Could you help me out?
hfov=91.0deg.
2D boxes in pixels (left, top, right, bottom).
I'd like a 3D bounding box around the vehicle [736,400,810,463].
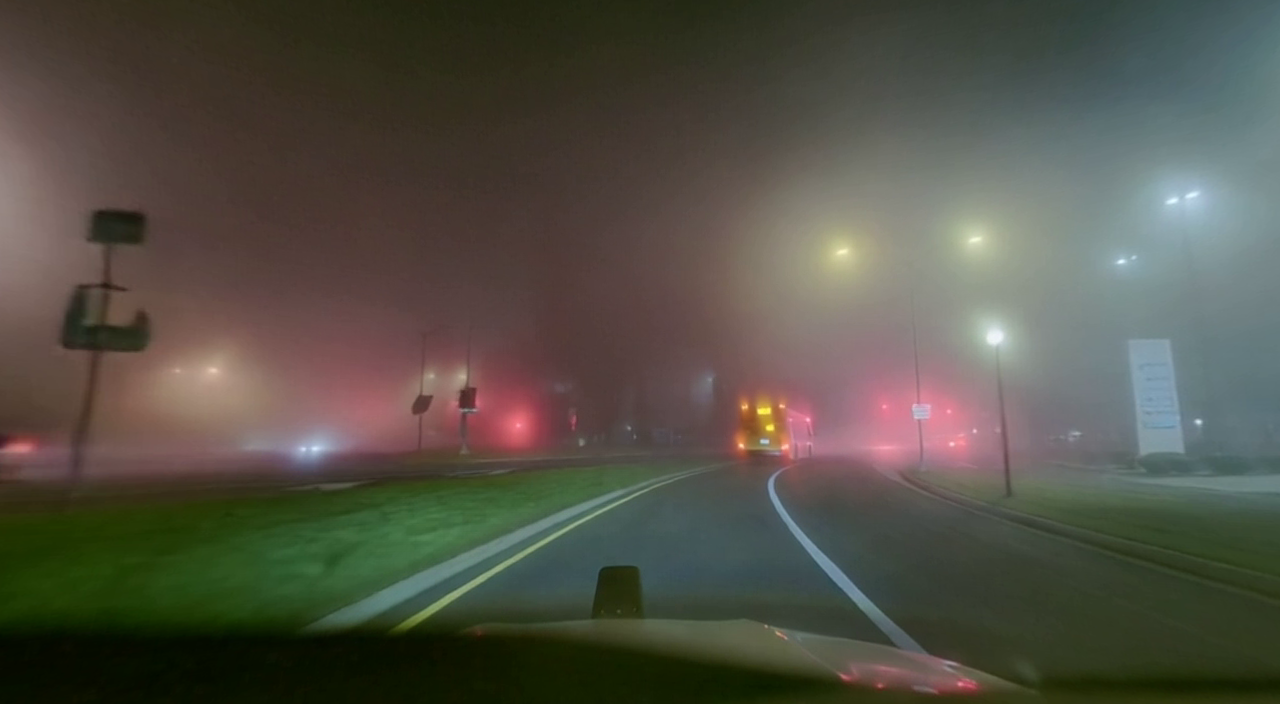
[{"bbox_3d":[8.696,5.163,39.951,3.031,3.429,11.005,-3,-9,19],"label":"vehicle"}]
